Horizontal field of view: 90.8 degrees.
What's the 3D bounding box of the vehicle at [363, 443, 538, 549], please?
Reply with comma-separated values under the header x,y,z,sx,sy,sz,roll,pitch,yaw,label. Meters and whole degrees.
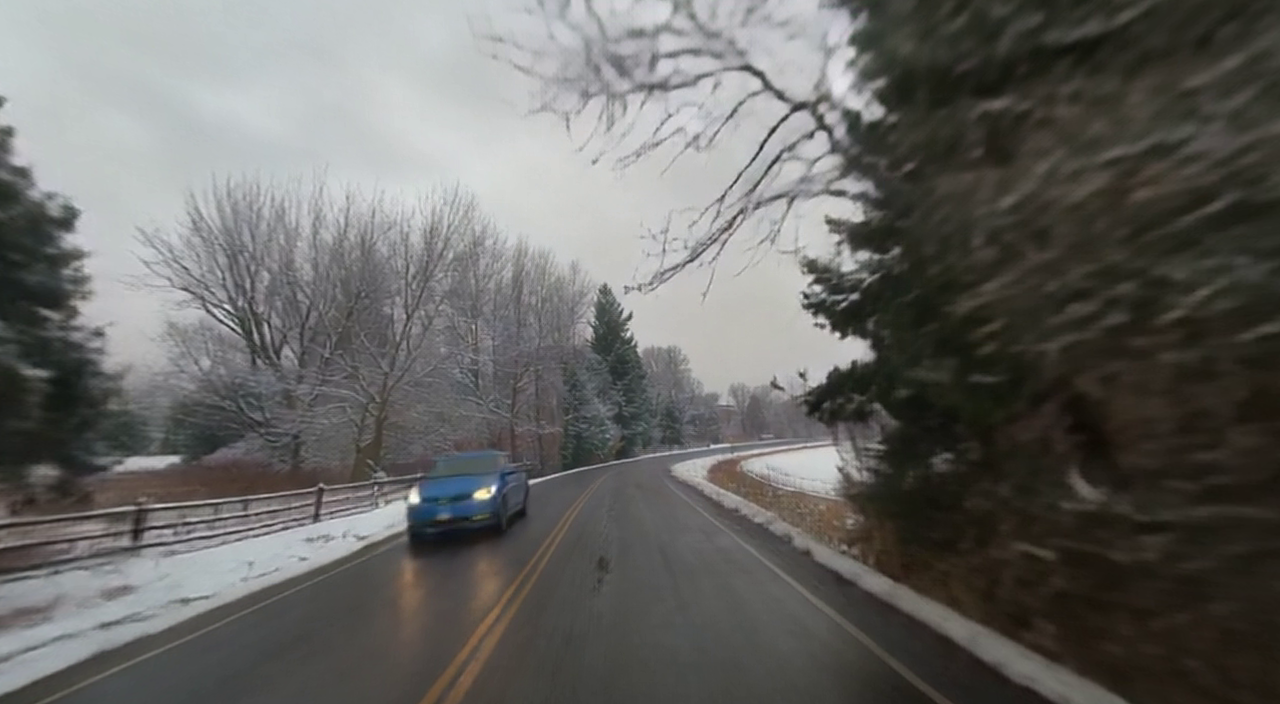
x,y,z,sx,sy,sz,roll,pitch,yaw,label
-3.087,2.398,11.171,1.987,1.521,3.649,0,-9,-1,vehicle
